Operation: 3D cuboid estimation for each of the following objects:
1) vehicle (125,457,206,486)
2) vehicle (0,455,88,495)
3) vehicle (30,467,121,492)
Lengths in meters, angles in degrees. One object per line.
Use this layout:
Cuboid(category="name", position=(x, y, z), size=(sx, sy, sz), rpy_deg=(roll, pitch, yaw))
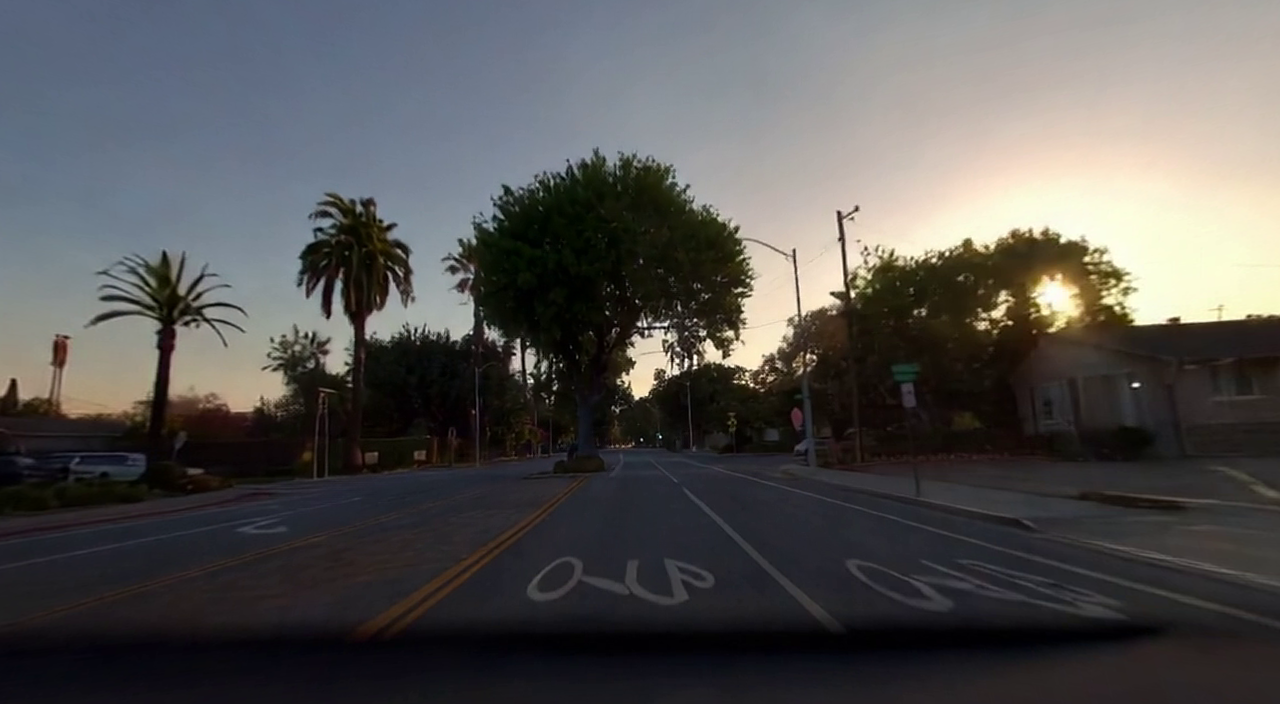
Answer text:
Cuboid(category="vehicle", position=(-30.067, 7.571, 40.233), size=(1.914, 1.709, 4.579), rpy_deg=(1, -9, -5))
Cuboid(category="vehicle", position=(-38.468, 7.798, 40.528), size=(1.950, 2.284, 4.544), rpy_deg=(0, -8, -2))
Cuboid(category="vehicle", position=(-35.717, 8.061, 40.140), size=(1.783, 1.440, 4.423), rpy_deg=(0, -9, -2))
